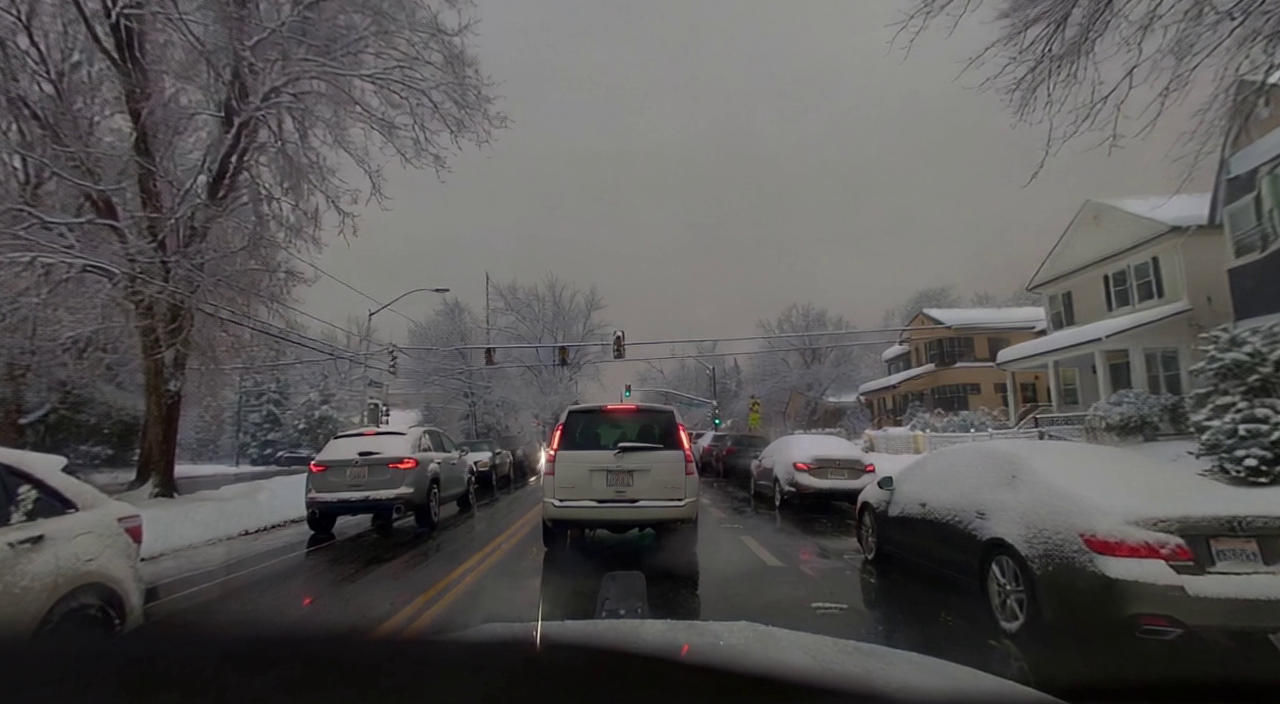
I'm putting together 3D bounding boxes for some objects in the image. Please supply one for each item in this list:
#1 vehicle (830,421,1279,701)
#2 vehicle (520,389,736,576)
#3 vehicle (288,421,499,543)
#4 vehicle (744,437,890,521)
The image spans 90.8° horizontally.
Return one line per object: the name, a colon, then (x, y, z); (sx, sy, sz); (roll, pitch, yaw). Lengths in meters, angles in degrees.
vehicle: (3.473, 1.462, 5.766); (1.977, 1.480, 4.589); (0, -8, -1)
vehicle: (-0.207, 1.616, 8.550); (2.164, 1.867, 4.254); (0, -8, -2)
vehicle: (-3.723, 2.023, 10.520); (1.864, 1.576, 4.324); (0, -8, -2)
vehicle: (3.472, 2.546, 13.240); (1.880, 1.476, 3.932); (0, -8, 0)
